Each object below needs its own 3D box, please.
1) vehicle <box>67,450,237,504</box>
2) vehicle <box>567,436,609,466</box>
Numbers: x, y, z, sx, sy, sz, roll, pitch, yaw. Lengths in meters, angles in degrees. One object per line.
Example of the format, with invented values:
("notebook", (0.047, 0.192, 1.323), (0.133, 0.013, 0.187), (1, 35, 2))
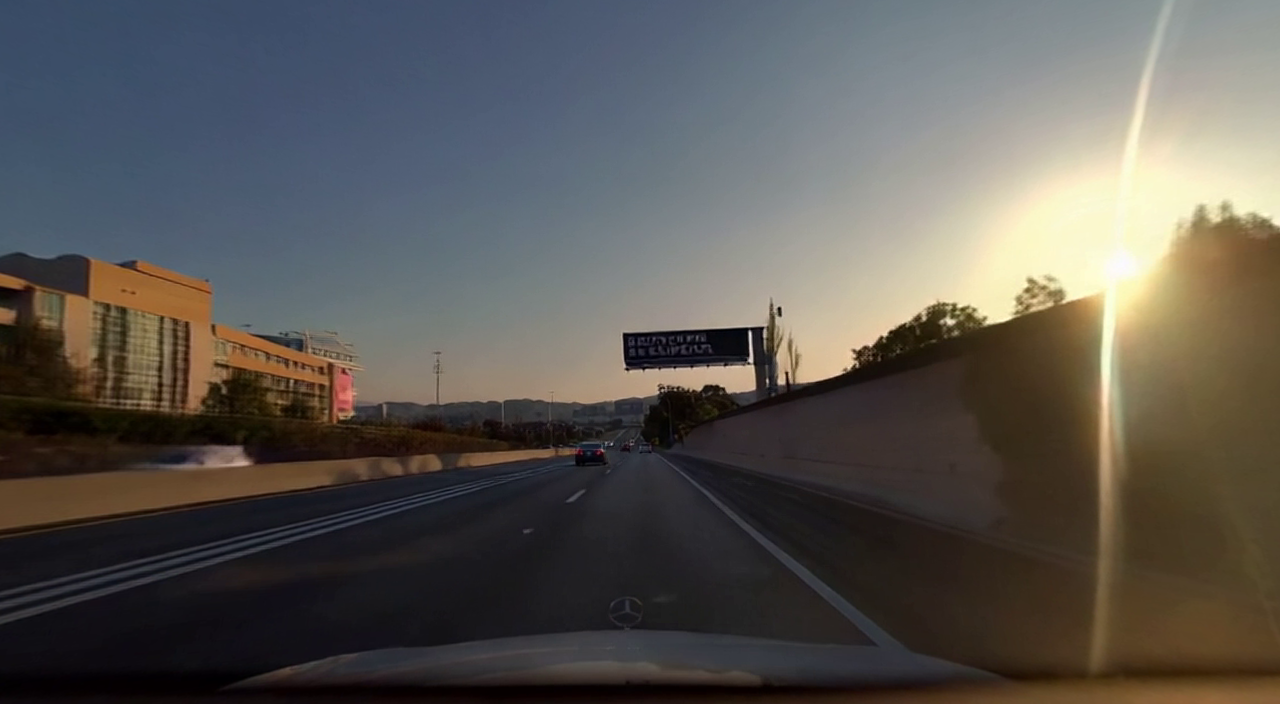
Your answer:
("vehicle", (-15.242, 3.876, 20.106), (1.789, 1.464, 4.599), (0, -8, -1))
("vehicle", (-3.335, 6.472, 41.420), (2.159, 1.793, 5.027), (-1, -8, 1))
